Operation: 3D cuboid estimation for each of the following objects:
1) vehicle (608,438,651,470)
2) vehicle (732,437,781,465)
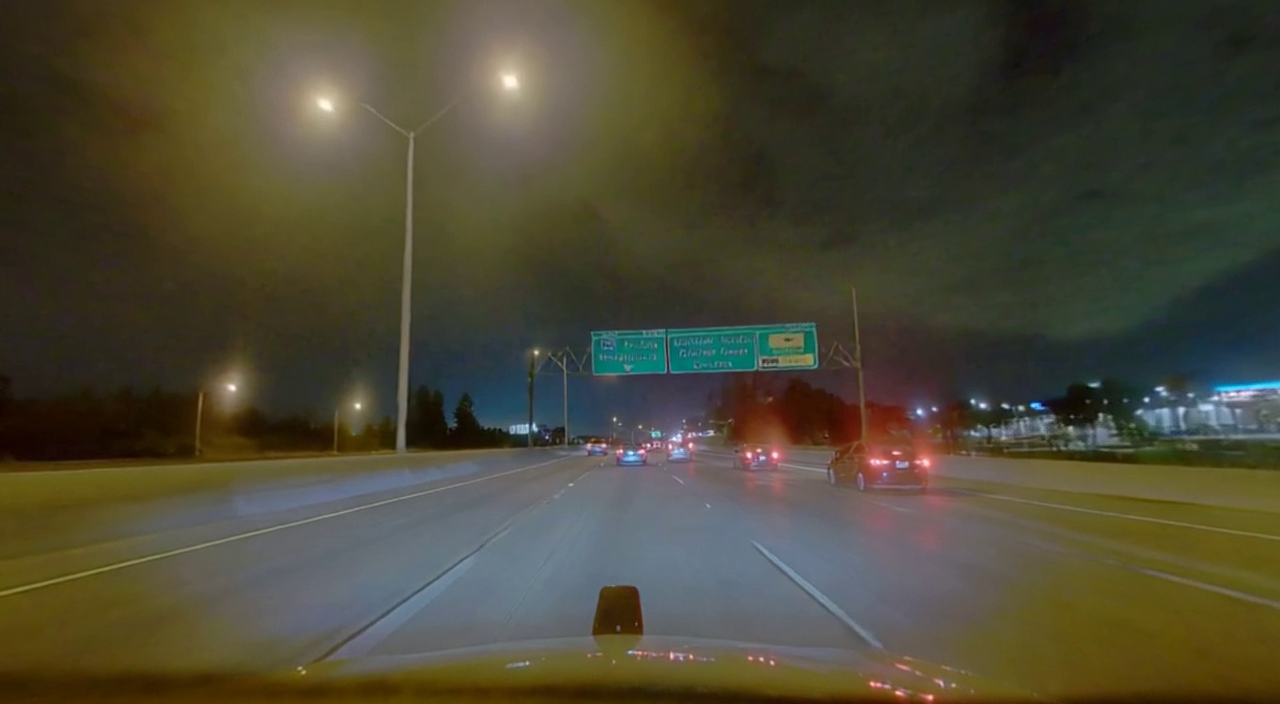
[{"bbox_3d":[-0.512,5.024,31.173,1.985,1.457,4.227,0,-9,-1],"label":"vehicle"},{"bbox_3d":[6.687,5.752,36.774,1.935,1.478,4.433,0,-9,-1],"label":"vehicle"}]
